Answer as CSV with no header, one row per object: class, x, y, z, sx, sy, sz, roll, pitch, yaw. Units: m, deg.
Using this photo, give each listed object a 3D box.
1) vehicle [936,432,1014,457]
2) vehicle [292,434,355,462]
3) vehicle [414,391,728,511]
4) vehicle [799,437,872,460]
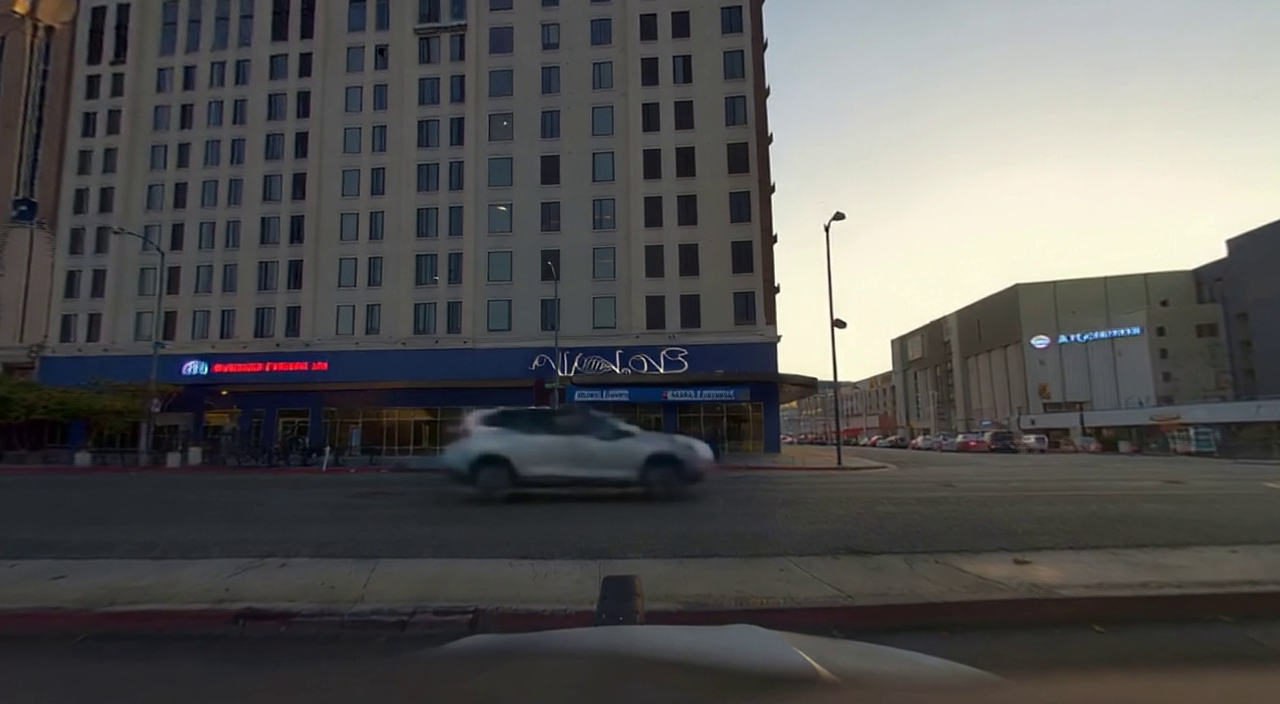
vehicle,25.468,7.068,48.107,4.838,1.799,1.914,-7,-11,38
vehicle,-20.218,6.116,40.319,4.596,1.680,1.936,-8,-11,41
vehicle,-1.089,1.634,10.709,4.735,1.779,2.051,1,-7,-5
vehicle,12.788,6.355,41.645,1.791,1.453,4.593,5,-10,-29
